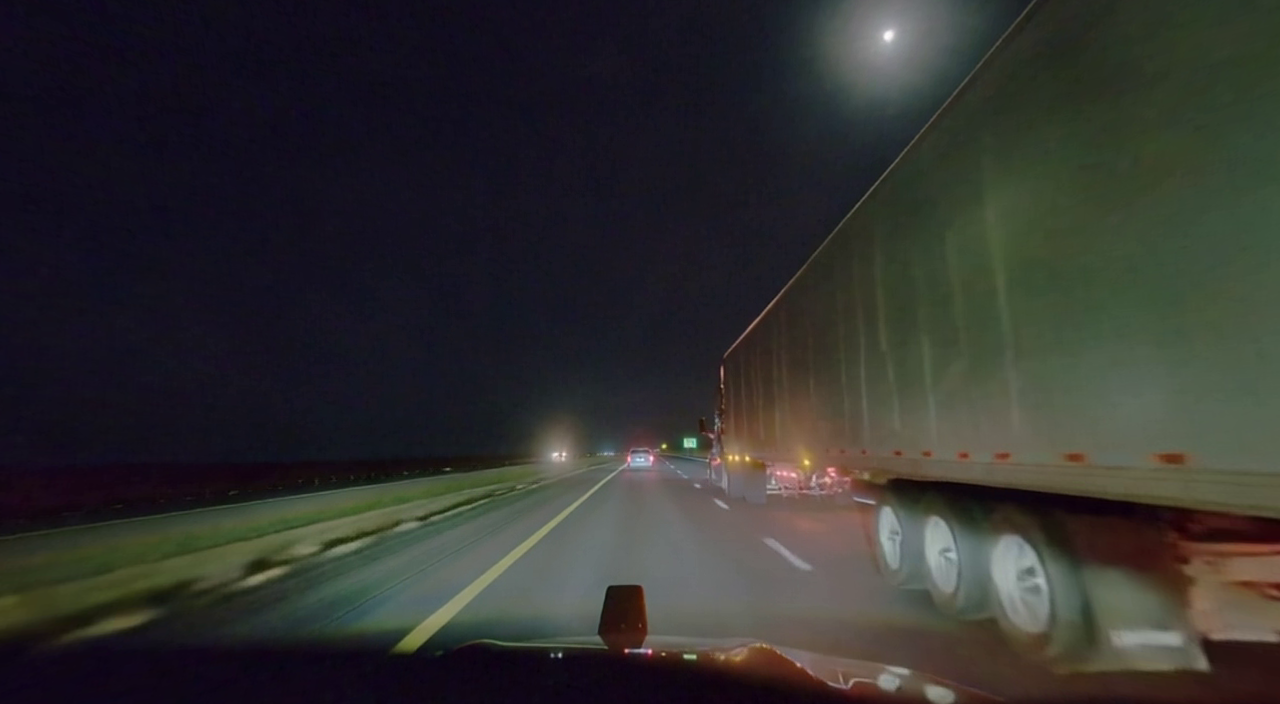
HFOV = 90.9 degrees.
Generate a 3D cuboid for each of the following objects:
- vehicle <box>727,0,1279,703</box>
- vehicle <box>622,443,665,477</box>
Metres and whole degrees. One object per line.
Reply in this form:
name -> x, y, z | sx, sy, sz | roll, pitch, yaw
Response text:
vehicle -> 3.849, 0.717, 9.312 | 2.929, 4.158, 15.921 | 0, -8, 0
vehicle -> 0.168, 5.232, 30.914 | 1.968, 1.515, 4.025 | -1, -8, 1
